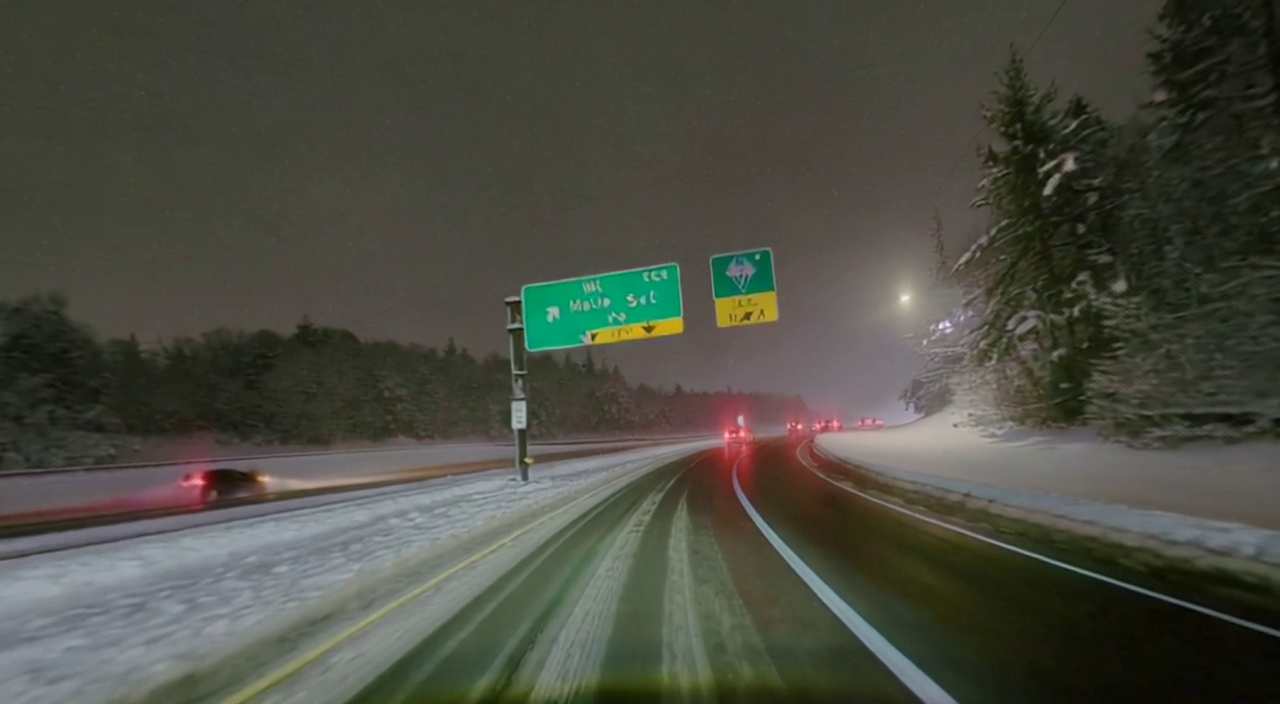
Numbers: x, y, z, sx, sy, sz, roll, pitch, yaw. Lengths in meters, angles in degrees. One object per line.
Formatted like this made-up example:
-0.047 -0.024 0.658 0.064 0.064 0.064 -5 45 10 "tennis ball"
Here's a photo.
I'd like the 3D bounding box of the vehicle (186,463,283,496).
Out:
-24.936 7.794 38.733 2.145 1.717 4.448 -6 -10 33 "vehicle"
